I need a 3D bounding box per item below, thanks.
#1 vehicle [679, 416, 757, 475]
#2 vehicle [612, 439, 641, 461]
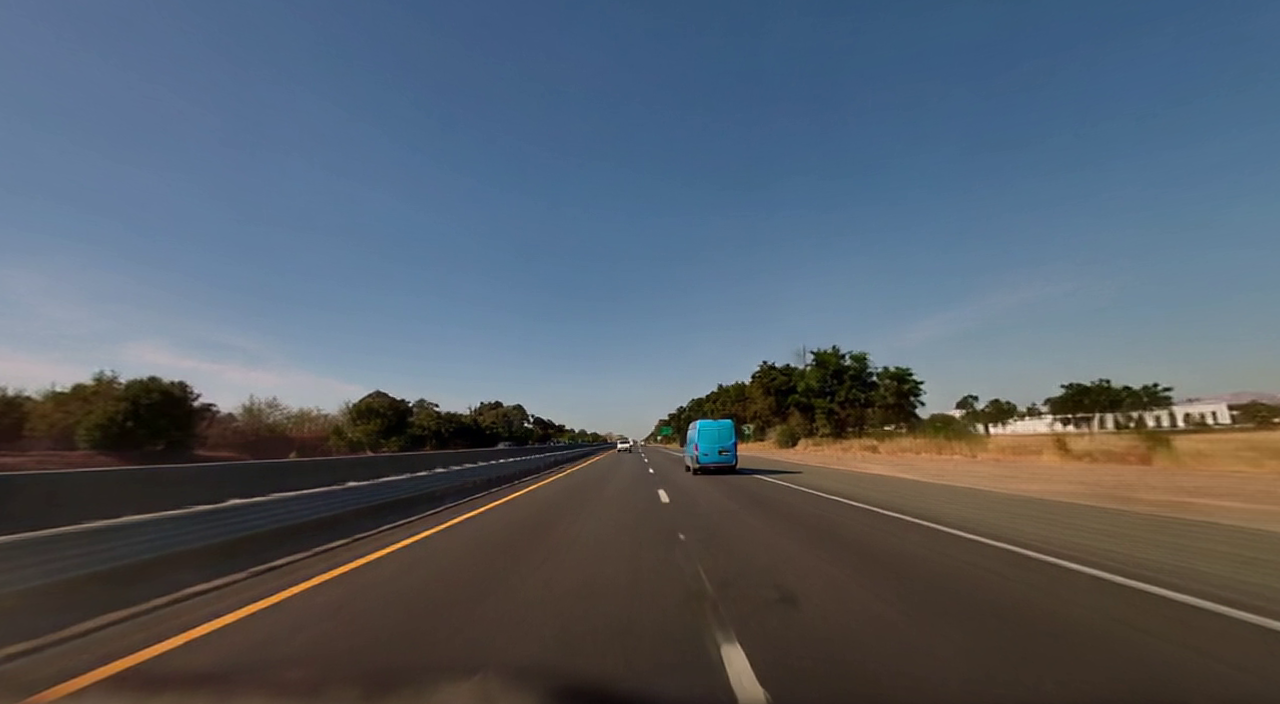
[{"bbox_3d":[2.879,3.605,24.485,2.269,2.048,4.679,0,-8,-2],"label":"vehicle"},{"bbox_3d":[-0.934,6.937,44.858,2.005,1.466,3.739,-1,-8,0],"label":"vehicle"}]
